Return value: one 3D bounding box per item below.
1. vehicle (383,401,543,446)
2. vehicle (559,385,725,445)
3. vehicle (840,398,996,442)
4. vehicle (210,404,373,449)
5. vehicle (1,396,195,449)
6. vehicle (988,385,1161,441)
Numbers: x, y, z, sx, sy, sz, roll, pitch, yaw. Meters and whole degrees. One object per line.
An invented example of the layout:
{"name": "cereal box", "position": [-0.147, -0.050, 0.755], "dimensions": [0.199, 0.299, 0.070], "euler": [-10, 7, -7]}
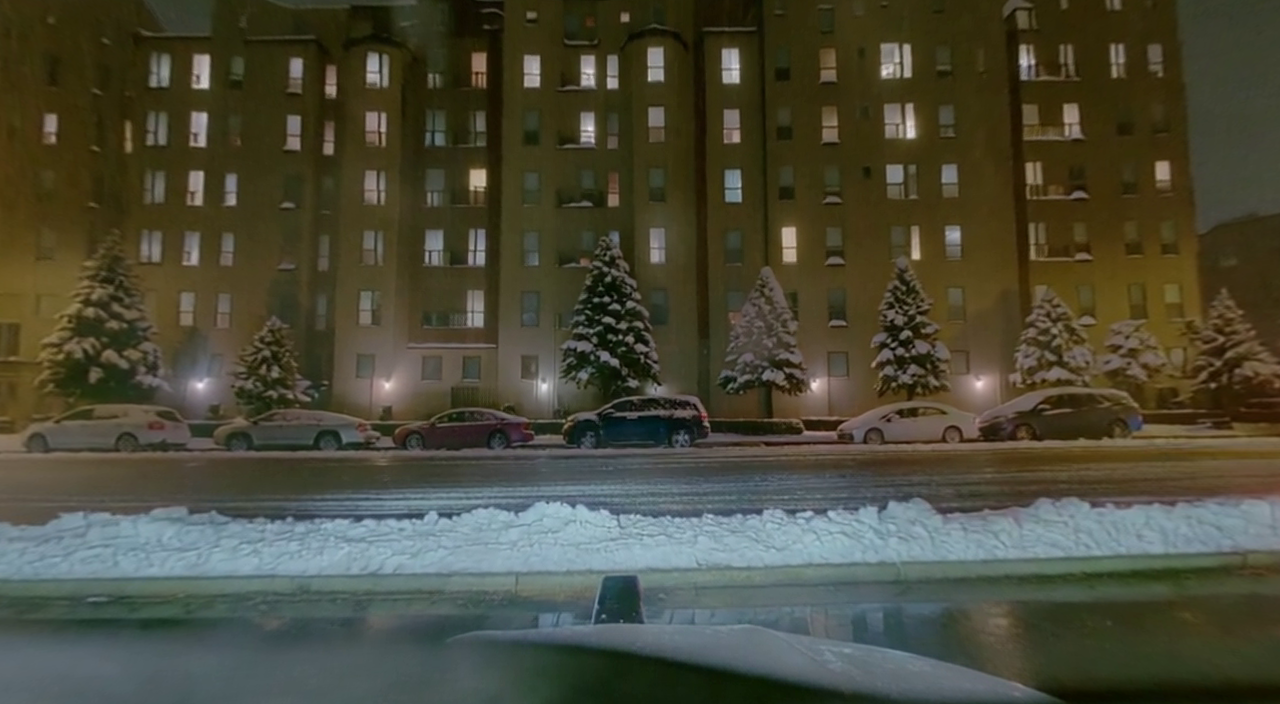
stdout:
{"name": "vehicle", "position": [-5.777, 2.424, 21.118], "dimensions": [4.851, 1.339, 1.785], "euler": [0, -10, -3]}
{"name": "vehicle", "position": [0.011, 2.173, 21.295], "dimensions": [5.299, 1.860, 2.098], "euler": [1, -9, -5]}
{"name": "vehicle", "position": [9.391, 2.317, 21.539], "dimensions": [4.521, 1.411, 1.726], "euler": [1, -6, -4]}
{"name": "vehicle", "position": [-11.439, 2.490, 20.983], "dimensions": [4.336, 1.438, 1.776], "euler": [0, -8, -3]}
{"name": "vehicle", "position": [-17.541, 2.330, 20.667], "dimensions": [4.426, 1.641, 1.889], "euler": [0, -8, -5]}
{"name": "vehicle", "position": [14.983, 2.092, 21.971], "dimensions": [4.544, 1.780, 1.966], "euler": [-1, -5, -1]}
